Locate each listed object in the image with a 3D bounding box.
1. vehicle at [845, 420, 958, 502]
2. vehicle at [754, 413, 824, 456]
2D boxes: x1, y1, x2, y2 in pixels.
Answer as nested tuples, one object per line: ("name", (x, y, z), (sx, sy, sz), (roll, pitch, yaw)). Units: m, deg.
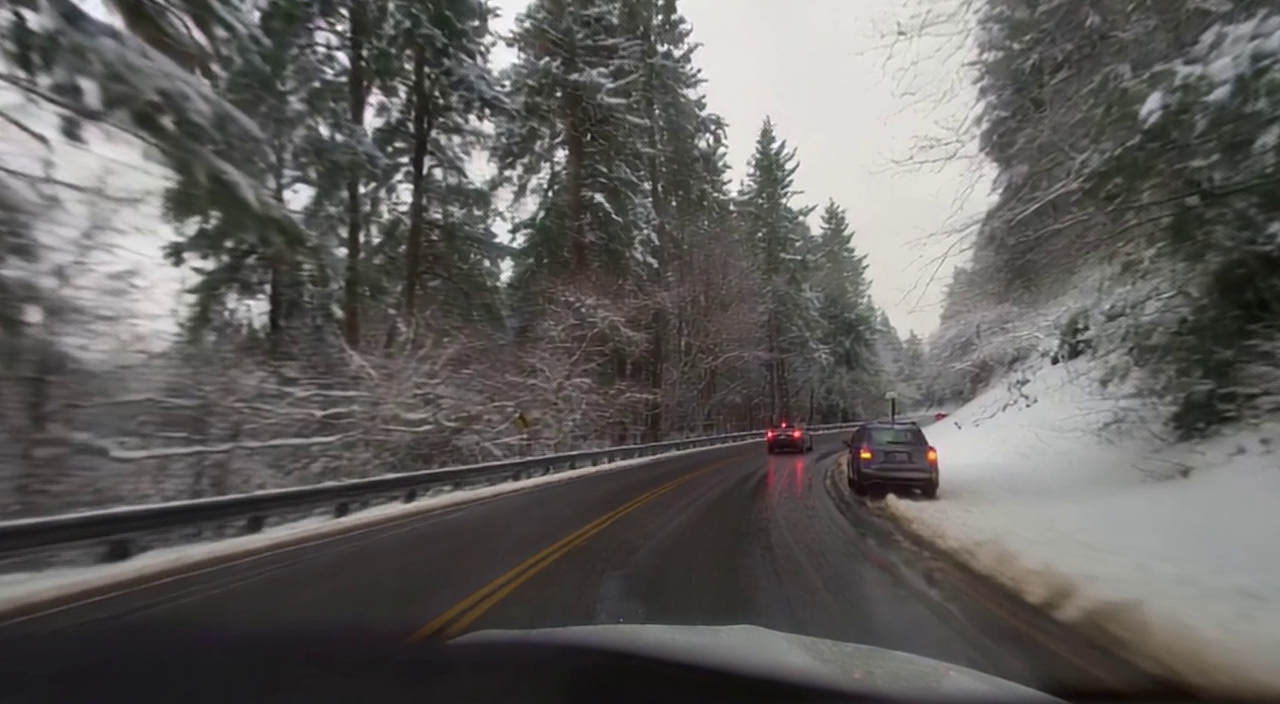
("vehicle", (6.512, 2.747, 16.272), (2.172, 1.773, 4.601), (-3, -9, 17))
("vehicle", (7.597, 4.183, 31.748), (2.469, 1.953, 5.605), (-4, -9, 23))
